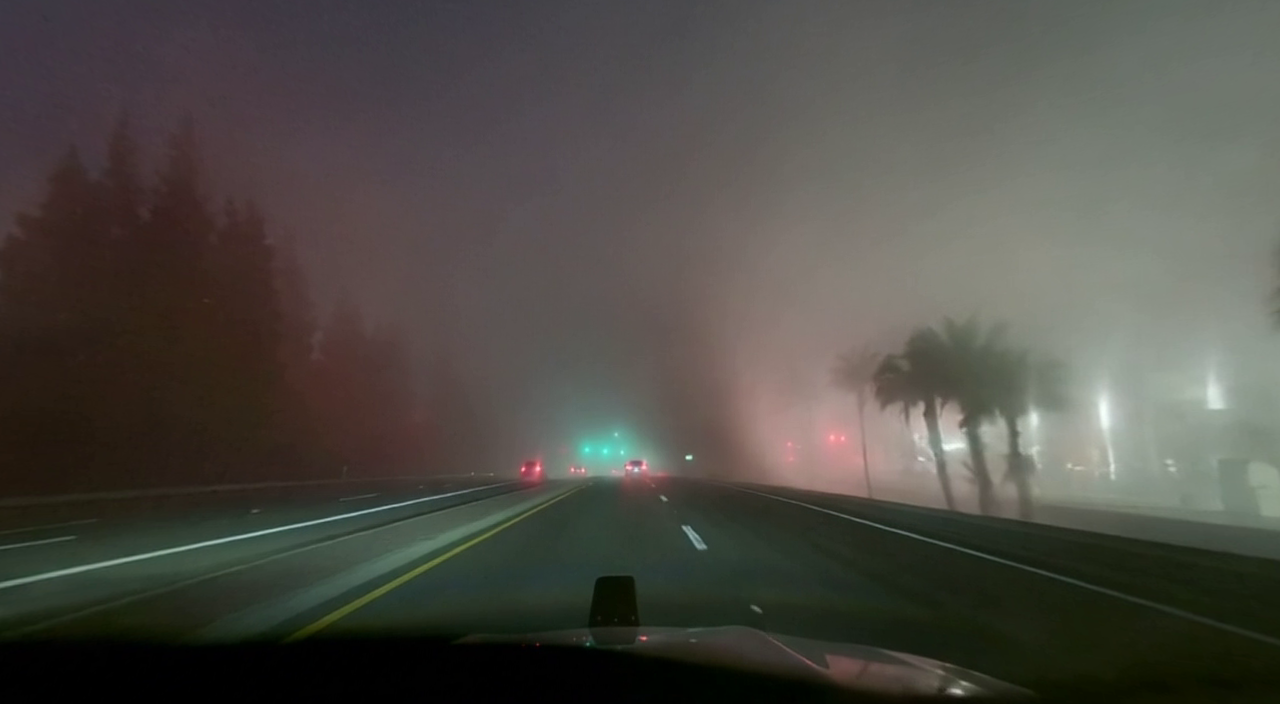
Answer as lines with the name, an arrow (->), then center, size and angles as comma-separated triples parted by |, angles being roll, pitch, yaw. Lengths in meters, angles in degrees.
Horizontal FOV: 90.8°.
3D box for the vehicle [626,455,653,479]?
vehicle -> -0.096, 9.003, 49.679 | 2.001, 1.688, 4.128 | 0, -9, -2
